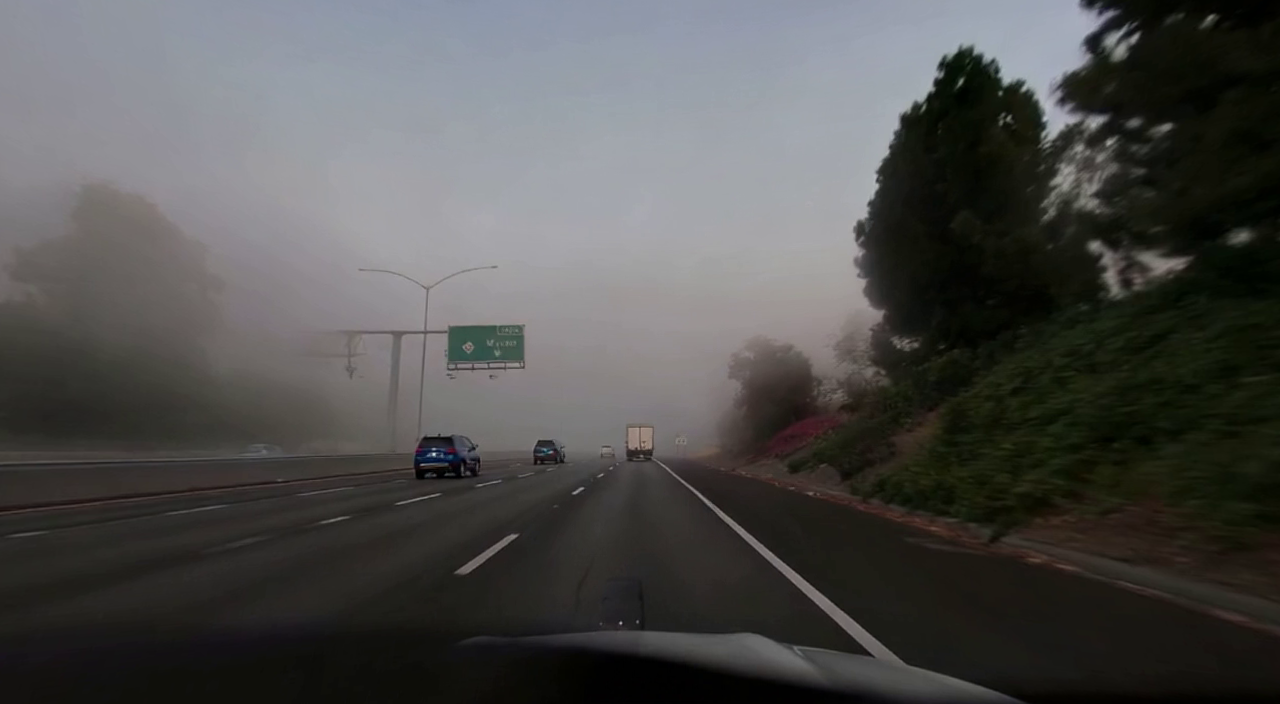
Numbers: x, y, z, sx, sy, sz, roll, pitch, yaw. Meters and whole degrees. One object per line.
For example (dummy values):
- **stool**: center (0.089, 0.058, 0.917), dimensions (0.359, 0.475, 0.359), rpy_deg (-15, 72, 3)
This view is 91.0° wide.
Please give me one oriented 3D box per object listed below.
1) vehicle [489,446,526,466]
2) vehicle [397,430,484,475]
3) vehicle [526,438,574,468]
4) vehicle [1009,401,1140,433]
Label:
- **vehicle**: center (-10.105, 7.971, 48.283), dimensions (1.909, 1.475, 4.199), rpy_deg (0, -9, 1)
- **vehicle**: center (-10.650, 5.446, 34.278), dimensions (2.571, 2.169, 6.443), rpy_deg (0, -9, 0)
- **vehicle**: center (-6.366, 7.229, 45.260), dimensions (2.502, 1.997, 5.697), rpy_deg (0, -9, 0)
- **vehicle**: center (27.068, 4.182, 39.577), dimensions (2.401, 1.540, 6.222), rpy_deg (4, -11, -29)
